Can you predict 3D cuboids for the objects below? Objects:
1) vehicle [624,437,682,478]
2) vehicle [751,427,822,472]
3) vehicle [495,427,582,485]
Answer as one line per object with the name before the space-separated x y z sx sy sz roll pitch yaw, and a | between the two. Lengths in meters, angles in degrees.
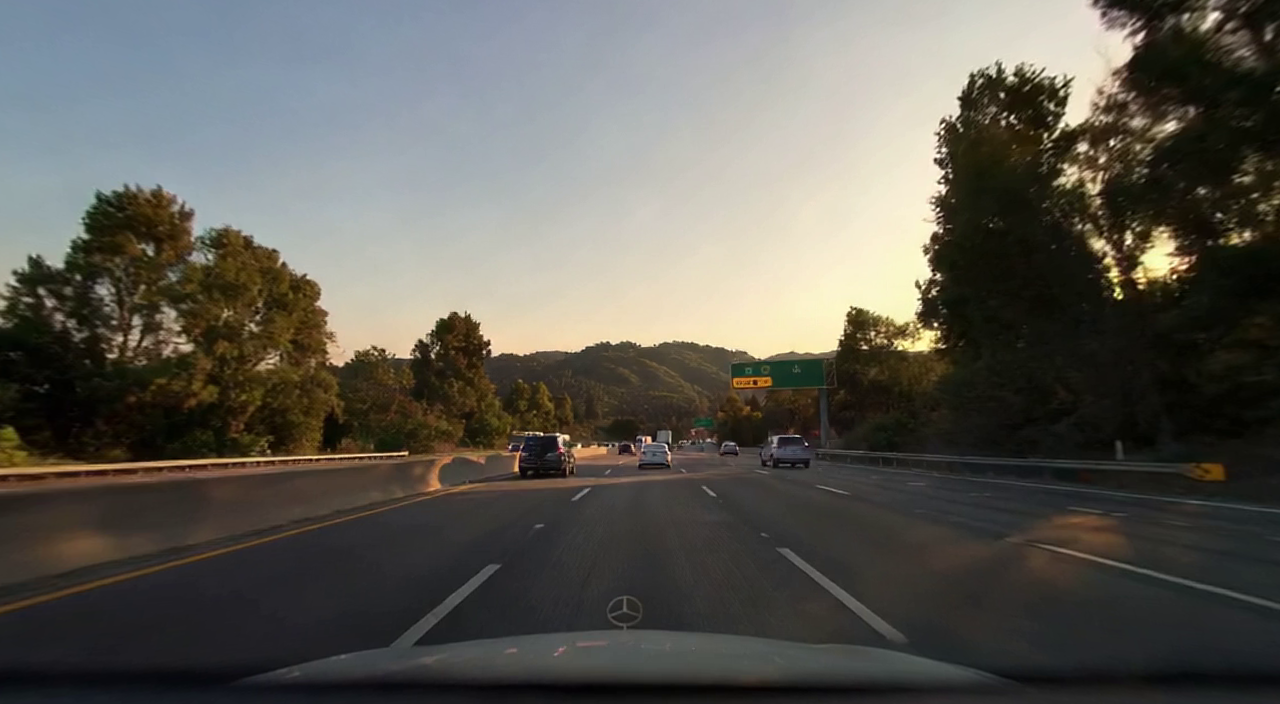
vehicle | 0.490 4.105 24.776 2.071 1.464 4.162 0 -9 0
vehicle | 6.826 4.632 30.011 2.094 1.916 5.099 0 -9 0
vehicle | -3.259 3.485 21.296 2.140 1.720 4.410 0 -9 1
